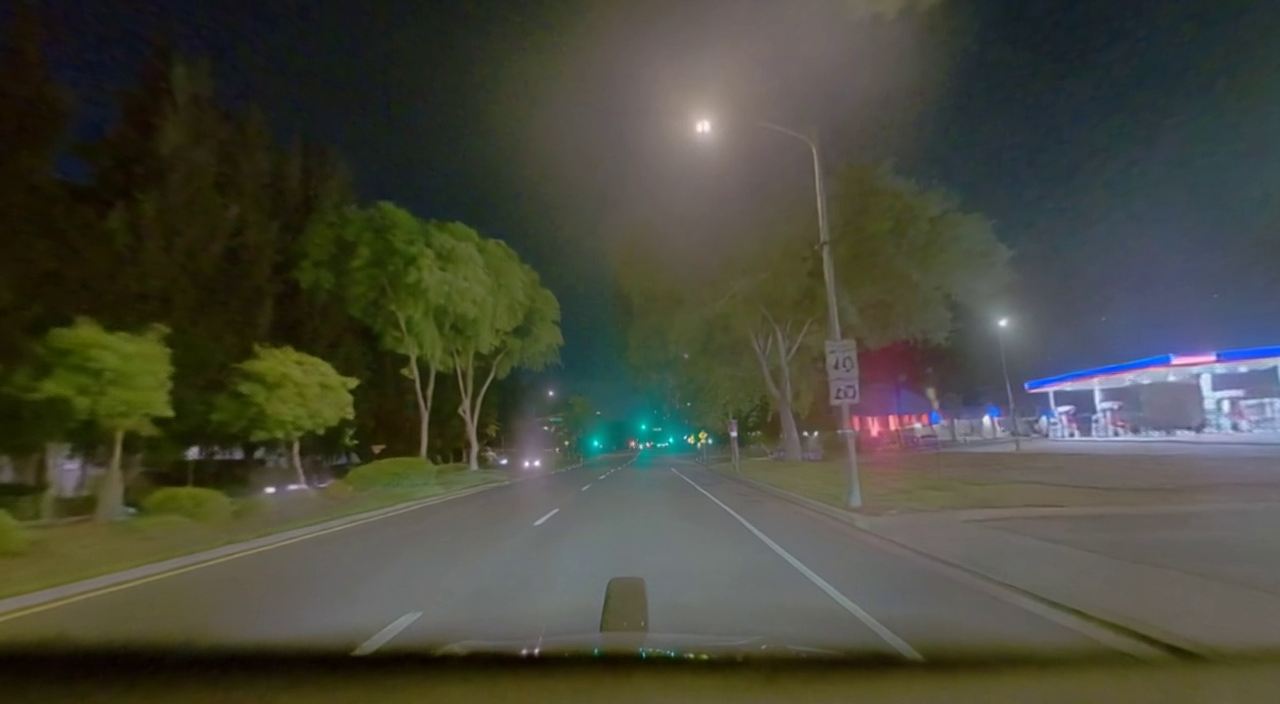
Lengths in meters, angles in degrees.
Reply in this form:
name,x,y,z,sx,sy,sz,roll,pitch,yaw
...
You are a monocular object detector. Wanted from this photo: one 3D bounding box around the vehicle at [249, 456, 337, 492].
name,x,y,z,sx,sy,sz,roll,pitch,yaw
vehicle,-17.256,6.063,31.640,1.841,1.642,4.448,0,-9,1
